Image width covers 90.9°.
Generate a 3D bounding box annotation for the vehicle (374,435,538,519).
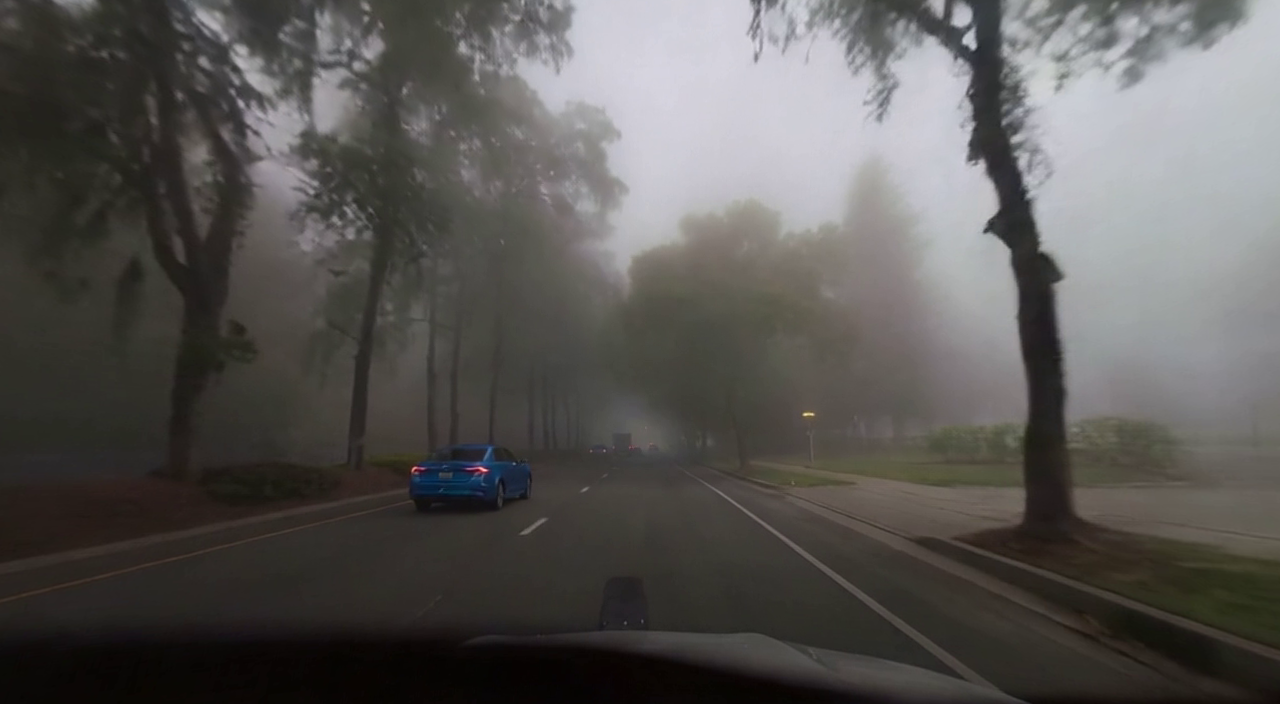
[{"bbox_3d":[-3.623,2.541,13.433,2.033,1.454,4.512,-1,-8,1],"label":"vehicle"}]
